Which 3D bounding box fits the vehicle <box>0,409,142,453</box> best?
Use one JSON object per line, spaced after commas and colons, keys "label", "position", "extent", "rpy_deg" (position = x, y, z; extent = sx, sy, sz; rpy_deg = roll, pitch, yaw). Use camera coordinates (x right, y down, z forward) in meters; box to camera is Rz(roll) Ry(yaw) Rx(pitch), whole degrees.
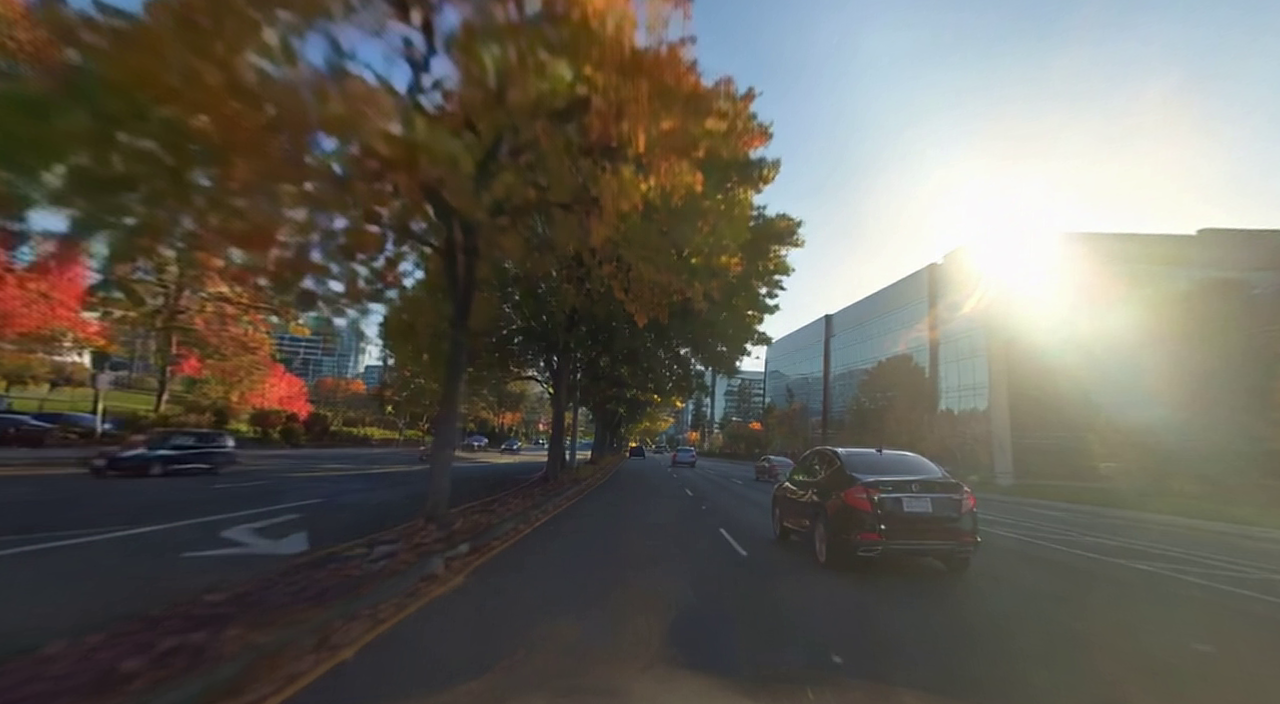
{"label": "vehicle", "position": [-26.952, 3.683, 29.122], "extent": [6.055, 1.910, 2.113], "rpy_deg": [0, -8, 1]}

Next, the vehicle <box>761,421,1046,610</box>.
{"label": "vehicle", "position": [2.872, 1.820, 7.911], "extent": [1.901, 1.634, 3.896], "rpy_deg": [4, -8, 0]}

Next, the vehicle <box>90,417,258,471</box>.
{"label": "vehicle", "position": [-15.265, 3.073, 21.090], "extent": [2.029, 1.588, 4.654], "rpy_deg": [0, -8, 0]}

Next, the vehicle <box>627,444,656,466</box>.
{"label": "vehicle", "position": [0.085, 7.290, 44.624], "extent": [1.991, 1.477, 3.814], "rpy_deg": [0, -8, -1]}

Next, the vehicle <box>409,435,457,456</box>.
{"label": "vehicle", "position": [-15.448, 7.003, 47.285], "extent": [1.985, 1.479, 4.657], "rpy_deg": [0, -8, 0]}

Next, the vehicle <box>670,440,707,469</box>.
{"label": "vehicle", "position": [3.542, 7.548, 46.670], "extent": [2.154, 1.844, 4.634], "rpy_deg": [4, -8, 0]}
